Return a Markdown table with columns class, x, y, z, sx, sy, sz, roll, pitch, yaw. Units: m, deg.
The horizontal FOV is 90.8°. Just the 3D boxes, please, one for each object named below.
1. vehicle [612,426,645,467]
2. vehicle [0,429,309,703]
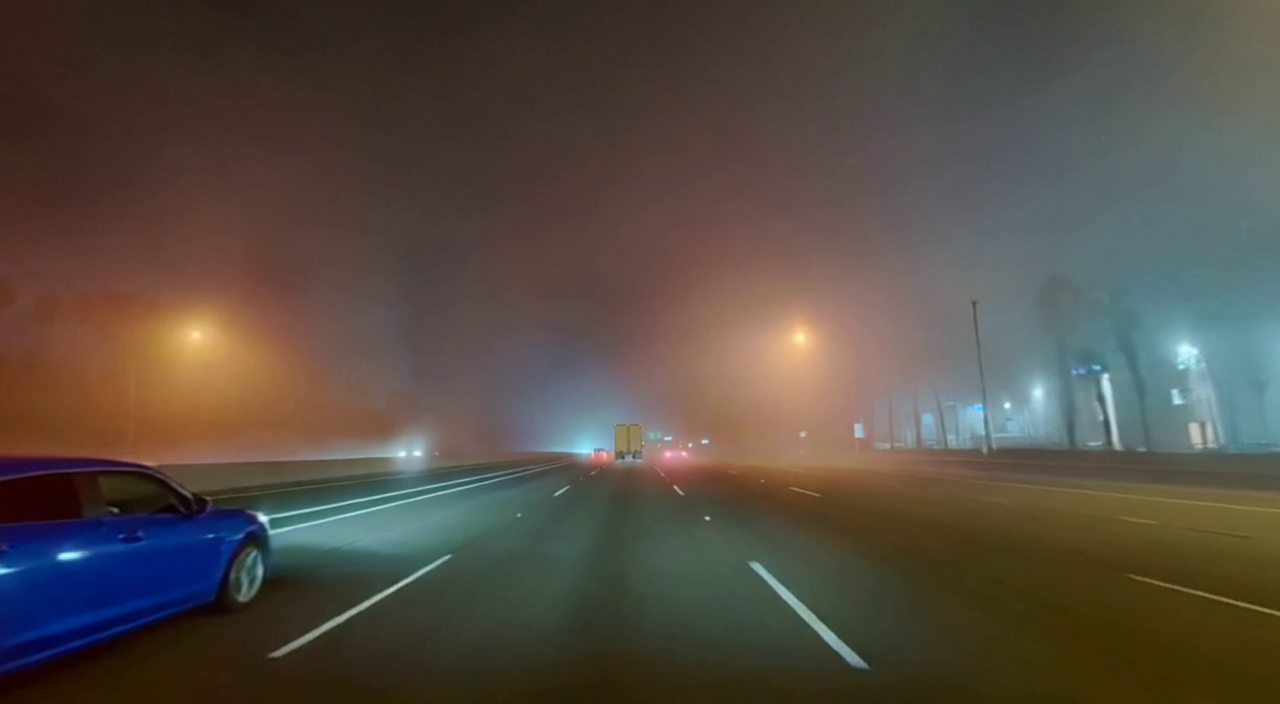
| class | x | y | z | sx | sy | sz | roll | pitch | yaw |
| --- | --- | --- | --- | --- | --- | --- | --- | --- | --- |
| vehicle | -0.929 | 7.280 | 48.801 | 2.364 | 2.953 | 6.495 | 0 | -9 | -2 |
| vehicle | -3.985 | 1.158 | 3.385 | 2.097 | 1.447 | 4.291 | 0 | -9 | 0 |
